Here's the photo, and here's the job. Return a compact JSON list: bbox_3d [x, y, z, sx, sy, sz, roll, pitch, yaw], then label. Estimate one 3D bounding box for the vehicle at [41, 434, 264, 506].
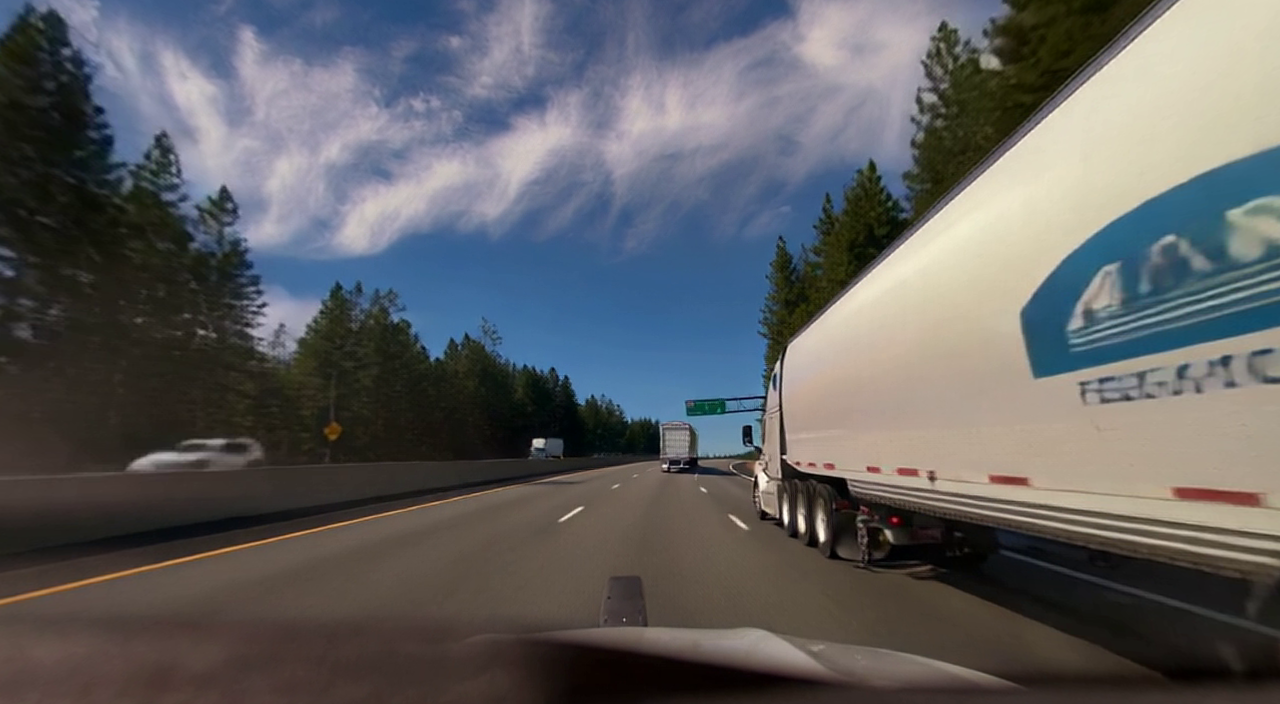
[{"bbox_3d":[-13.030,3.147,17.402,2.175,1.685,4.797,0,-8,2],"label":"vehicle"}]
